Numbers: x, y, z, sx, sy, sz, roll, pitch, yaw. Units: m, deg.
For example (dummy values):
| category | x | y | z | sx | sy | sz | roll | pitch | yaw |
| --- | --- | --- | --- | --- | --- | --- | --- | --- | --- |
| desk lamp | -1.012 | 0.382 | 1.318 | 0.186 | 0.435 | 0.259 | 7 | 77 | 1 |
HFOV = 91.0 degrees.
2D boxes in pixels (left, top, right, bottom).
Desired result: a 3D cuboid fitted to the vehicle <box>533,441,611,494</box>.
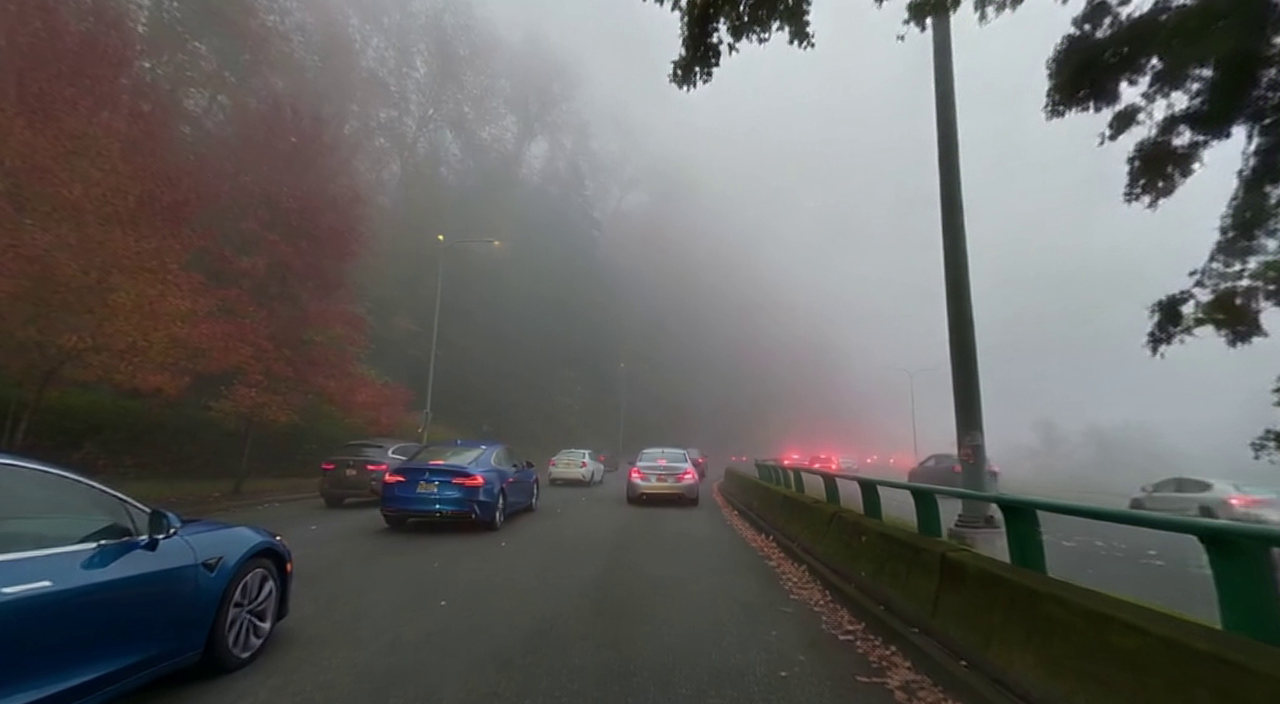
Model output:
| category | x | y | z | sx | sy | sz | roll | pitch | yaw |
| --- | --- | --- | --- | --- | --- | --- | --- | --- | --- |
| vehicle | -2.259 | 3.975 | 22.109 | 1.930 | 1.635 | 4.260 | 0 | -9 | 4 |

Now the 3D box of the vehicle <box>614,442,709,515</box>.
| category | x | y | z | sx | sy | sz | roll | pitch | yaw |
| --- | --- | --- | --- | --- | --- | --- | --- | --- | --- |
| vehicle | 0.559 | 3.009 | 15.530 | 2.015 | 1.506 | 4.276 | 0 | -9 | 3 |

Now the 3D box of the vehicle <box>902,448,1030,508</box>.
| category | x | y | z | sx | sy | sz | roll | pitch | yaw |
| --- | --- | --- | --- | --- | --- | --- | --- | --- | --- |
| vehicle | 10.948 | 4.226 | 21.652 | 2.121 | 1.777 | 4.755 | 0 | -9 | 4 |

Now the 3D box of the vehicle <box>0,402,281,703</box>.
| category | x | y | z | sx | sy | sz | roll | pitch | yaw |
| --- | --- | --- | --- | --- | --- | --- | --- | --- | --- |
| vehicle | -3.491 | 0.898 | 2.156 | 1.921 | 1.503 | 4.317 | 0 | -9 | 1 |

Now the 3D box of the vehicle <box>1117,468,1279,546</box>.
| category | x | y | z | sx | sy | sz | roll | pitch | yaw |
| --- | --- | --- | --- | --- | --- | --- | --- | --- | --- |
| vehicle | 14.369 | 3.704 | 15.565 | 1.816 | 1.481 | 4.422 | 0 | -9 | 2 |

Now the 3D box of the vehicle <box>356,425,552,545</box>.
| category | x | y | z | sx | sy | sz | roll | pitch | yaw |
| --- | --- | --- | --- | --- | --- | --- | --- | --- | --- |
| vehicle | -2.958 | 2.232 | 11.236 | 1.979 | 1.663 | 4.513 | 0 | -9 | 2 |
